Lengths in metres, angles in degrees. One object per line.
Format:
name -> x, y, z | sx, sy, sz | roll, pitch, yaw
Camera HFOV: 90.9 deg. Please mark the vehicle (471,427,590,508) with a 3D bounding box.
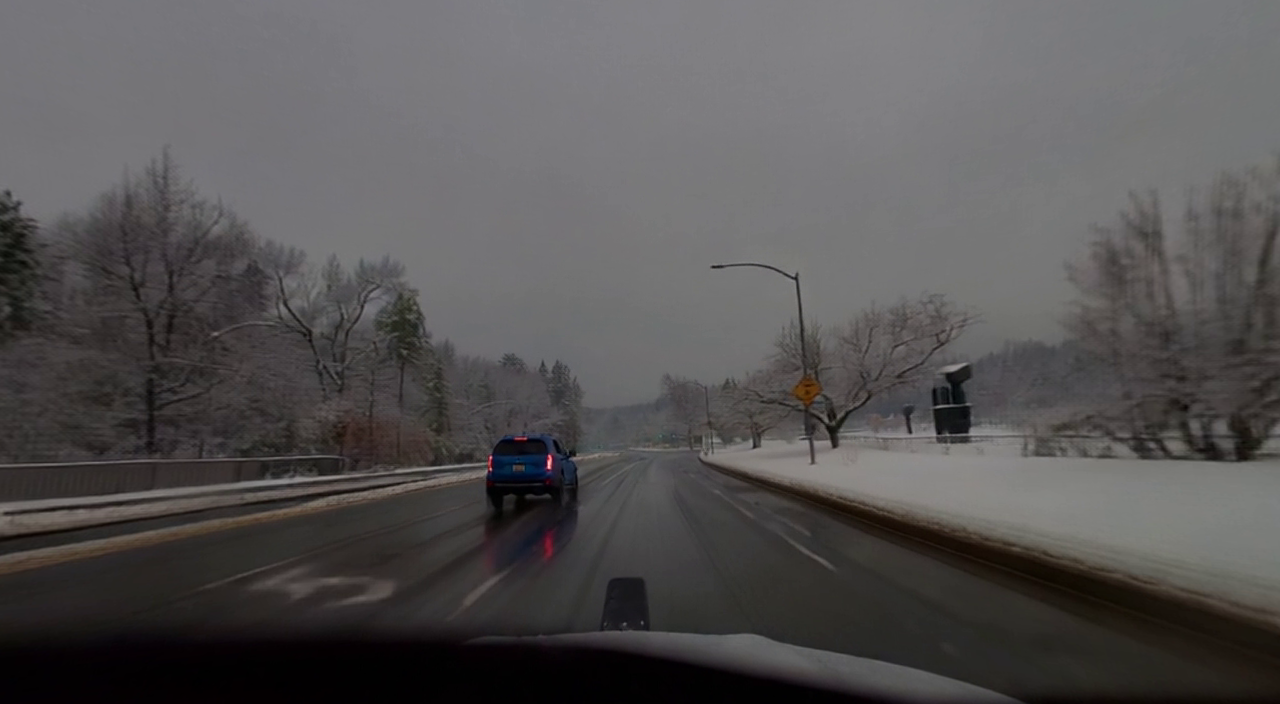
vehicle -> -2.728, 3.030, 17.024 | 2.160, 1.855, 4.695 | -1, -8, 3
